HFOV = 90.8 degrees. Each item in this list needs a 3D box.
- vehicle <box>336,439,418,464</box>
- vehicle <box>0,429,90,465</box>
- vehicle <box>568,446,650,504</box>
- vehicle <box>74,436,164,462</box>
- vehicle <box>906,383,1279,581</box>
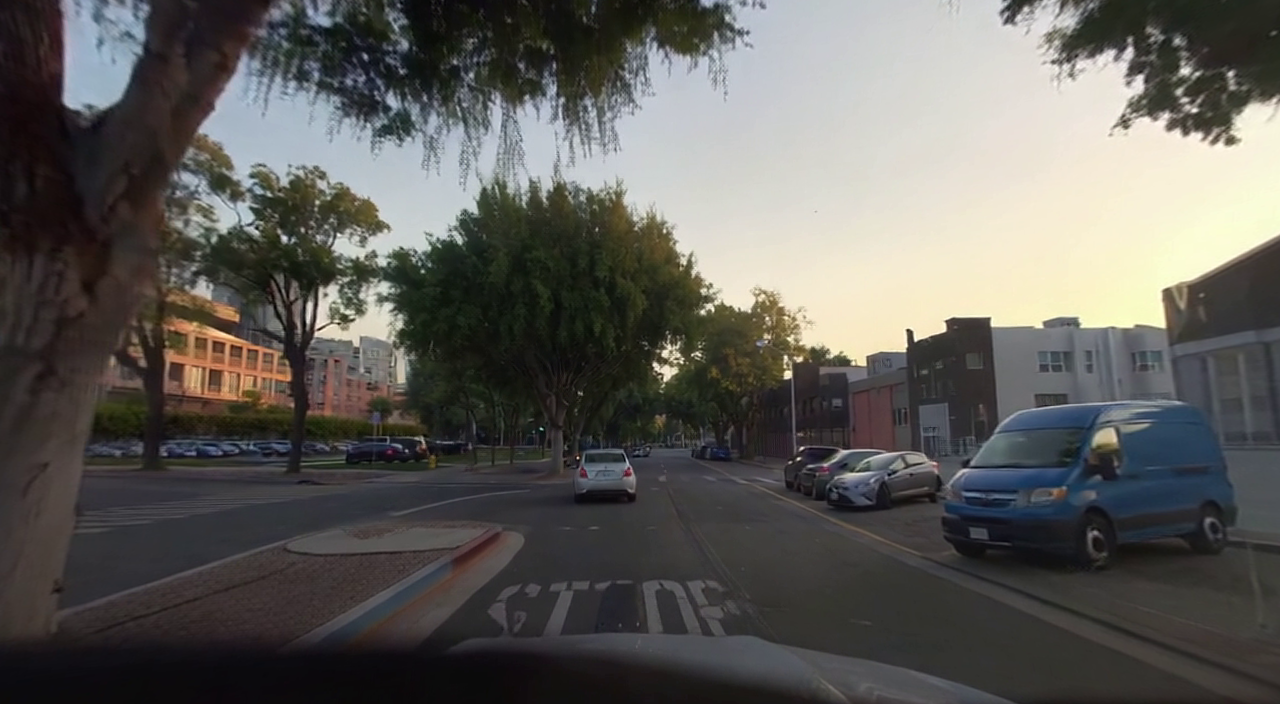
[{"bbox_3d":[-18.337,6.951,44.249,4.892,1.679,1.927,1,-9,-6],"label":"vehicle"},{"bbox_3d":[-31.766,4.924,32.740,4.438,1.814,2.044,0,-9,-1],"label":"vehicle"},{"bbox_3d":[-0.974,3.457,18.290,2.065,1.450,4.522,1,-9,-5],"label":"vehicle"},{"bbox_3d":[-31.780,5.929,38.596,3.915,1.574,1.850,-1,-9,4],"label":"vehicle"},{"bbox_3d":[6.697,1.736,9.086,5.385,2.146,2.143,4,-10,-25],"label":"vehicle"}]
